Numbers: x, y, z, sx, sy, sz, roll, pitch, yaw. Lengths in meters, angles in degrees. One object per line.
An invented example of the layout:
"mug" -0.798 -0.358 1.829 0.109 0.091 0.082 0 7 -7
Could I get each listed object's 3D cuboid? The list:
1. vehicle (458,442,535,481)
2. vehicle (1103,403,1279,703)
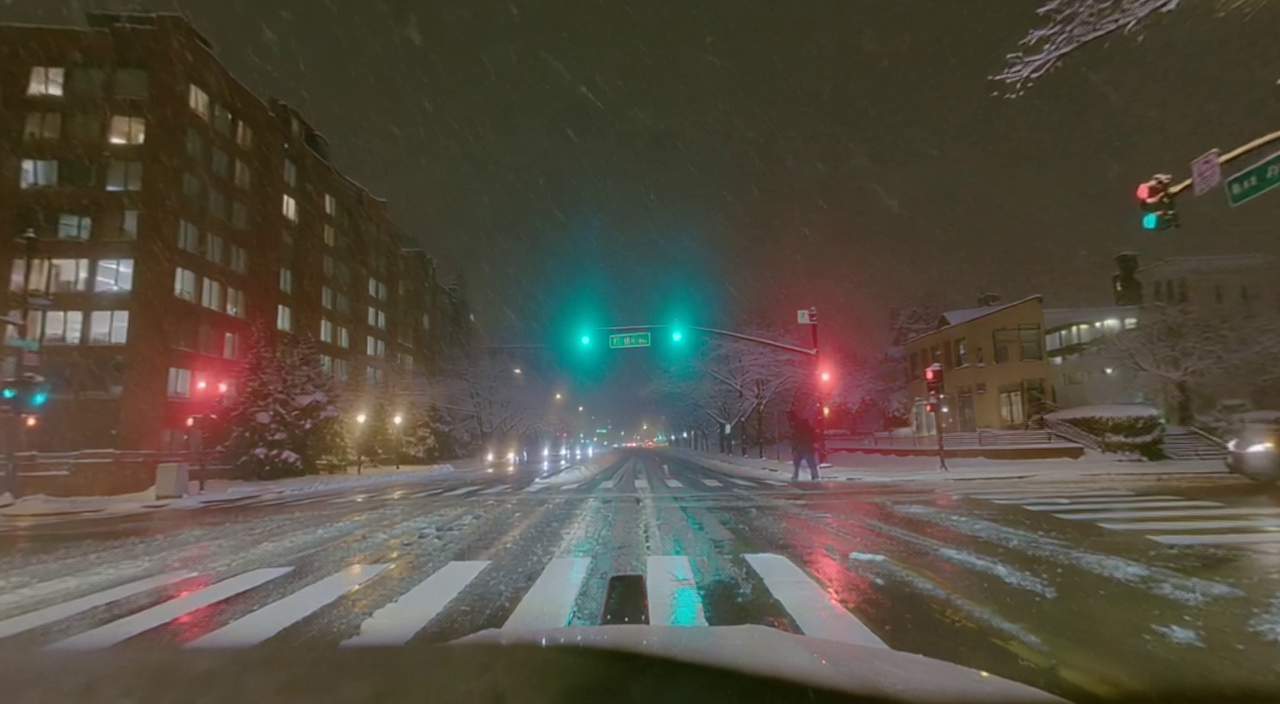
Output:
"vehicle" -5.882 4.542 26.480 2.127 1.473 4.428 0 -8 1
"vehicle" 2.956 0.657 0.117 2.039 1.519 4.846 0 -8 0
